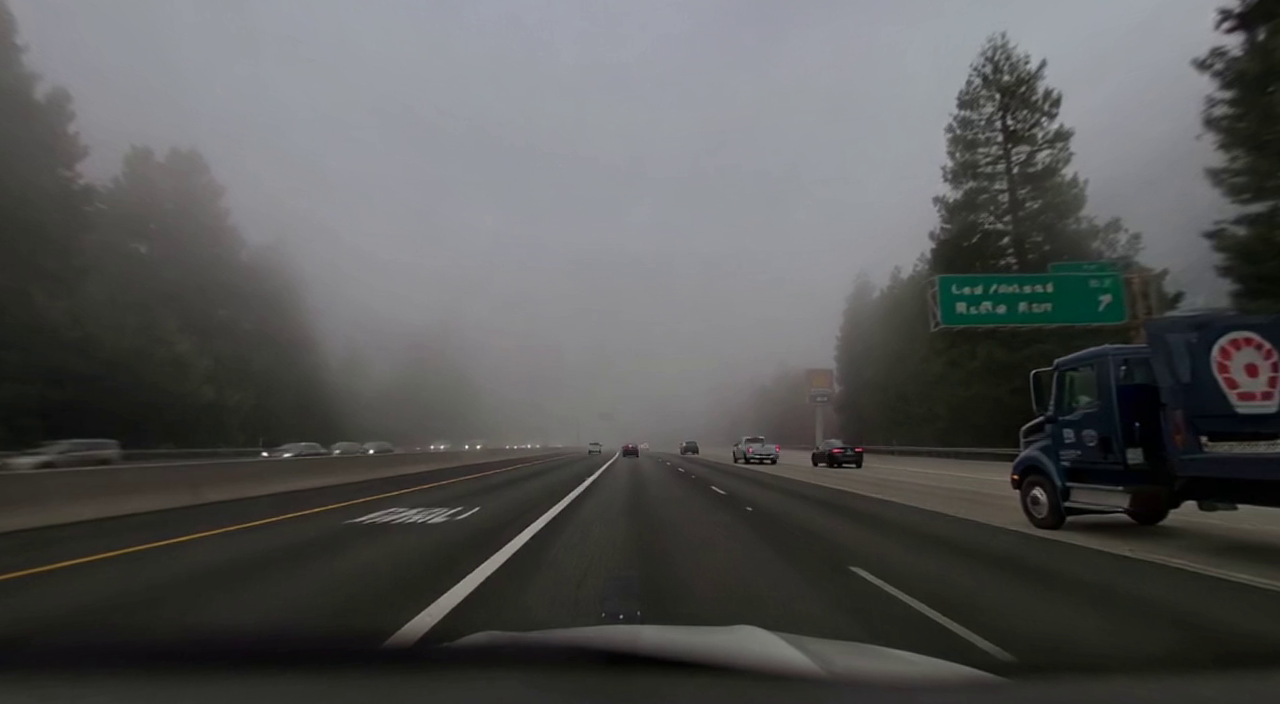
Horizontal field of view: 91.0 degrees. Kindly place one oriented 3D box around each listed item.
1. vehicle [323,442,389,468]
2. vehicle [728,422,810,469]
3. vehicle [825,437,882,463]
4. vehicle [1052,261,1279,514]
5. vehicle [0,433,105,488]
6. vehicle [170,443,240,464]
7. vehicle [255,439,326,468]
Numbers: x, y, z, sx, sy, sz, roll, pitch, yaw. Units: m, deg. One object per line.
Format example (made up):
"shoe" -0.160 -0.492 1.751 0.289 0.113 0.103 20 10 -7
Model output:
"vehicle" -17.060 6.210 38.085 1.948 1.443 4.522 0 -8 -1
"vehicle" 6.963 5.234 35.340 2.779 2.339 8.073 0 -8 -1
"vehicle" 13.954 6.436 41.491 2.072 1.611 4.387 0 -8 -2
"vehicle" 11.108 0.569 9.730 3.015 3.760 9.287 0 -8 -1
"vehicle" -21.212 3.660 21.397 2.000 1.705 4.631 0 -8 -1
"vehicle" -32.196 7.511 46.805 1.865 1.476 4.727 0 -8 -1
"vehicle" -21.456 6.210 38.837 1.821 1.658 4.405 0 -8 -1
